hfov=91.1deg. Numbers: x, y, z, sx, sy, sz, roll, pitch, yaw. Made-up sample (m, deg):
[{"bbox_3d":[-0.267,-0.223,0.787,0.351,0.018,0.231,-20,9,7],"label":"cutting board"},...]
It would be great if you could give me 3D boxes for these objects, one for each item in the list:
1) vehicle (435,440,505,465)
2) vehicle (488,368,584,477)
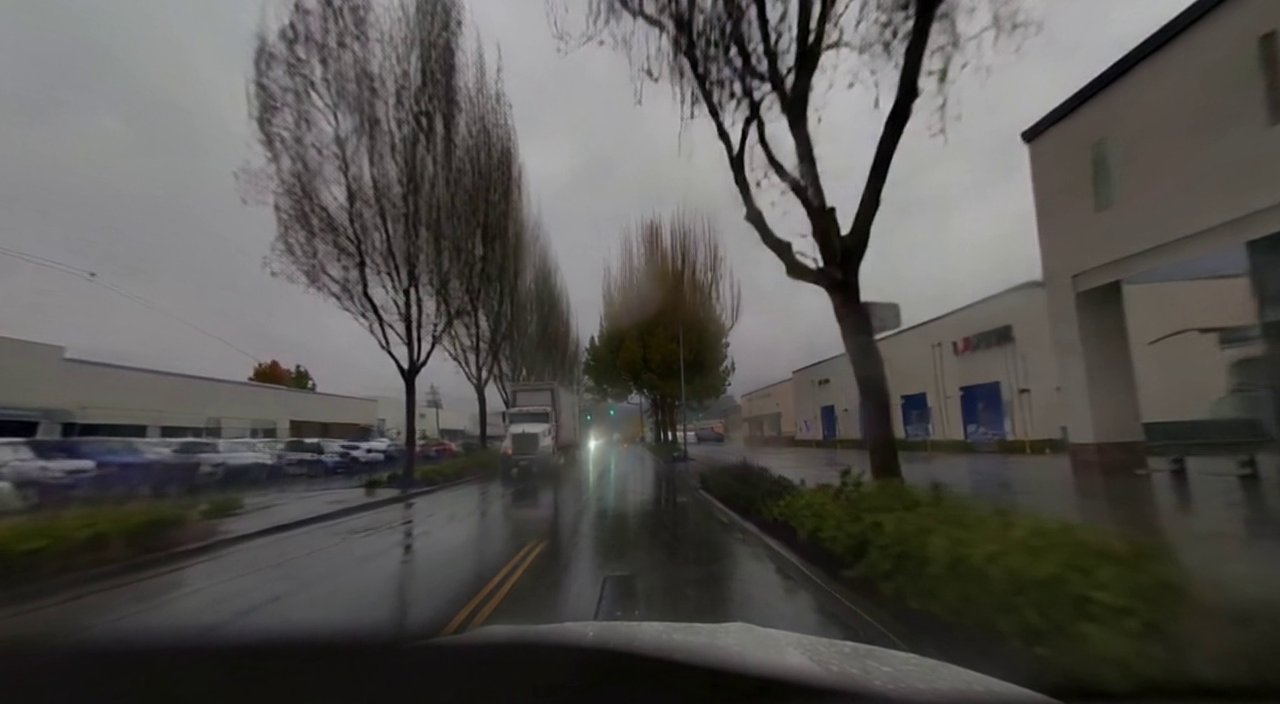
[{"bbox_3d":[-10.554,6.259,39.116,3.893,1.413,1.625,-1,-8,-1],"label":"vehicle"},{"bbox_3d":[-5.288,4.046,35.489,2.976,4.754,15.127,-1,-7,0],"label":"vehicle"}]
